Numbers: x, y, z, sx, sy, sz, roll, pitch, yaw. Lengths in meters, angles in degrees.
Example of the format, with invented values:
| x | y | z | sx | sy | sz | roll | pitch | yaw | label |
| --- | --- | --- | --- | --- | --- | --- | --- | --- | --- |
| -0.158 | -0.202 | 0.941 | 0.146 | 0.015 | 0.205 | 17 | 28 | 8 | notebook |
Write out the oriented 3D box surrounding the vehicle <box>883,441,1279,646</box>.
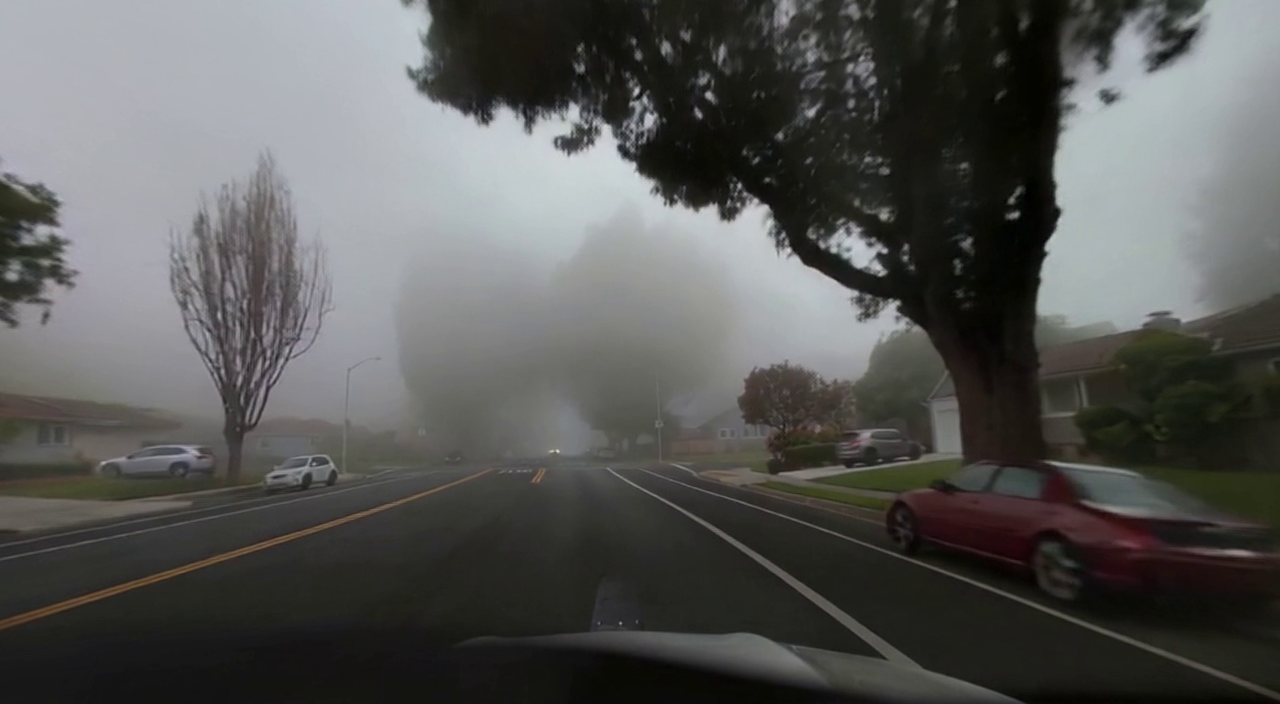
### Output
| x | y | z | sx | sy | sz | roll | pitch | yaw | label |
| --- | --- | --- | --- | --- | --- | --- | --- | --- | --- |
| 4.517 | 1.697 | 6.684 | 2.029 | 1.449 | 4.028 | 1 | -9 | -5 | vehicle |

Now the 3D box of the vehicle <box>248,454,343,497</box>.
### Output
| x | y | z | sx | sy | sz | roll | pitch | yaw | label |
| --- | --- | --- | --- | --- | --- | --- | --- | --- | --- |
| -13.753 | 4.927 | 25.536 | 1.870 | 1.451 | 4.140 | 0 | -8 | -6 | vehicle |

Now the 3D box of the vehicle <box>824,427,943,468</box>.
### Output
| x | y | z | sx | sy | sz | roll | pitch | yaw | label |
| --- | --- | --- | --- | --- | --- | --- | --- | --- | --- |
| 10.198 | 4.006 | 26.542 | 4.216 | 1.634 | 1.999 | 2 | -9 | -17 | vehicle |

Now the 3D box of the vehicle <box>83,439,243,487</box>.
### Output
| x | y | z | sx | sy | sz | roll | pitch | yaw | label |
| --- | --- | --- | --- | --- | --- | --- | --- | --- | --- |
| -21.938 | 5.137 | 29.278 | 5.560 | 1.892 | 2.099 | -1 | -9 | -4 | vehicle |
